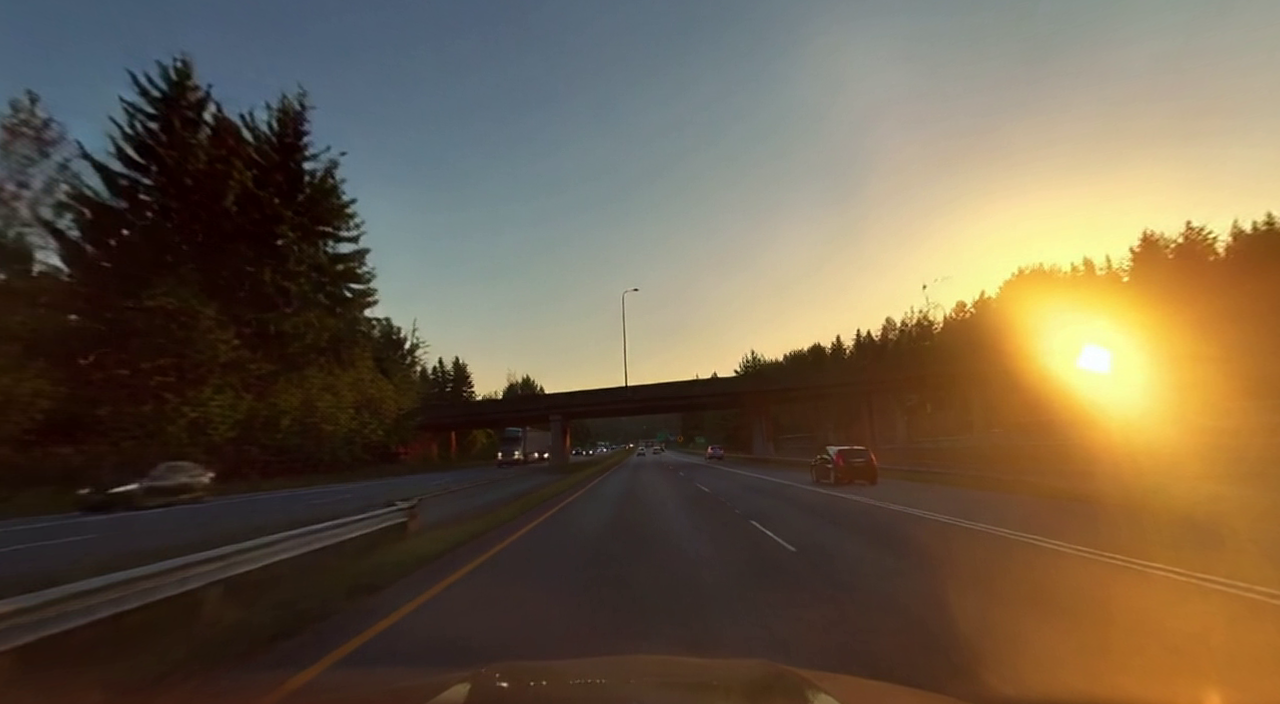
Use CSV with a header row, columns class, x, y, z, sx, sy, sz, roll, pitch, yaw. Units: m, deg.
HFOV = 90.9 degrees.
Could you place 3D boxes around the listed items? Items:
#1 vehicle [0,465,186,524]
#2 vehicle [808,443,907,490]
class,x,y,z,sx,sy,sz,roll,pitch,yaw
vehicle,-16.068,4.164,18.812,2.048,1.446,3.900,0,-9,0
vehicle,7.579,4.033,22.468,1.987,1.473,4.244,0,-9,0
